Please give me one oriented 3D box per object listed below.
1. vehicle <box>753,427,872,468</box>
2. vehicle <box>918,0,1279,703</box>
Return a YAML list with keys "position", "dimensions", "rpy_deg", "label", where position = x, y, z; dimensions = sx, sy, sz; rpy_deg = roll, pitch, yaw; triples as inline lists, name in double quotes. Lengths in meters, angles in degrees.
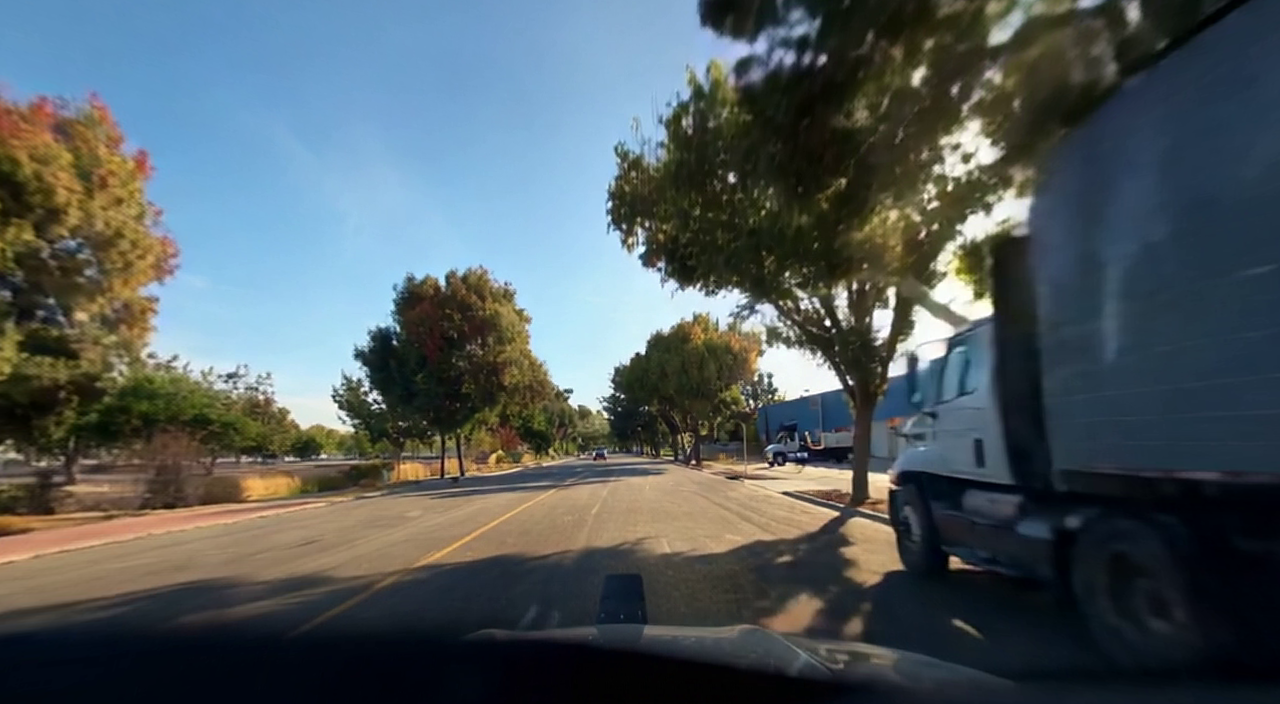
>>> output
- position: [11.582, 6.474, 42.867]
  dimensions: [7.188, 2.416, 2.528]
  rpy_deg: [-1, -9, -2]
  label: "vehicle"
- position: [4.123, 0.107, 2.479]
  dimensions: [3.019, 3.303, 6.252]
  rpy_deg: [0, -9, -1]
  label: "vehicle"
